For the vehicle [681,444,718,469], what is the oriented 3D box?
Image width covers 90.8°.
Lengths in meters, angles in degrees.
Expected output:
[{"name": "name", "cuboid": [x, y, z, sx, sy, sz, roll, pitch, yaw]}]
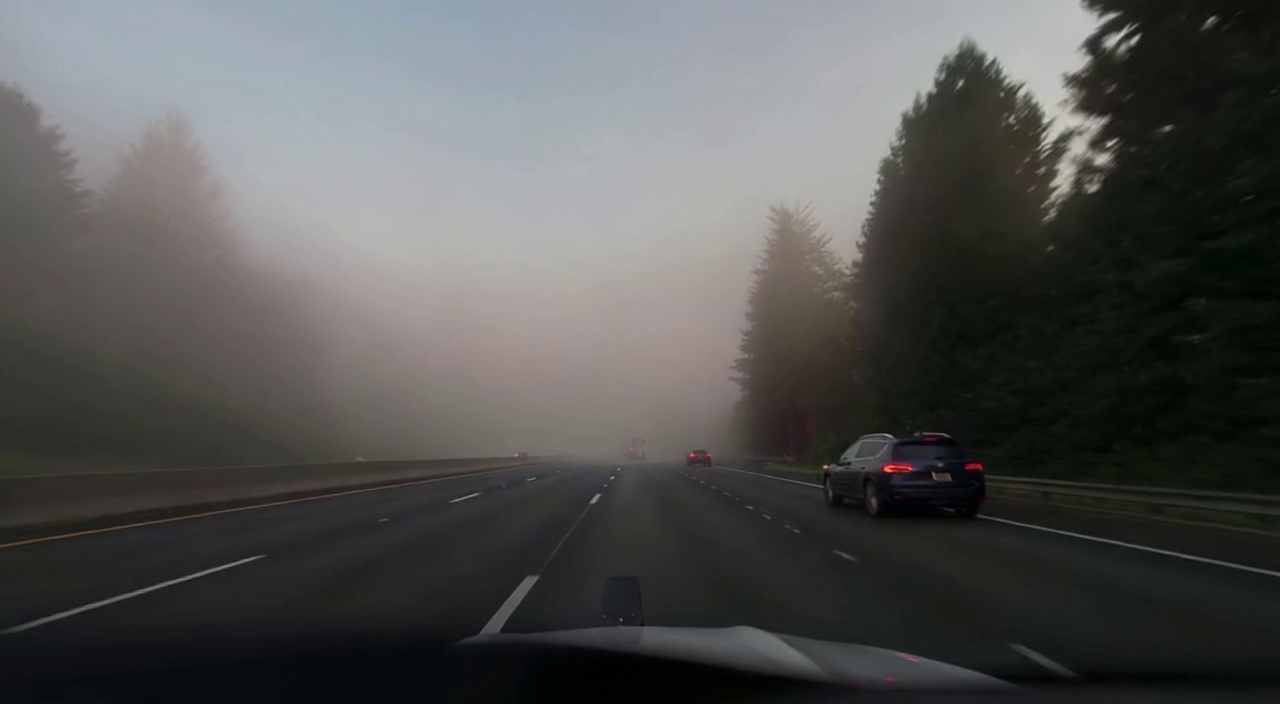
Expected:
[{"name": "vehicle", "cuboid": [4.300, 7.616, 46.249, 2.096, 1.712, 4.697, 0, -9, -1]}]

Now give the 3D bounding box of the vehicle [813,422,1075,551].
[{"name": "vehicle", "cuboid": [4.459, 2.036, 10.245, 1.929, 1.604, 4.478, 0, -9, -1]}]
